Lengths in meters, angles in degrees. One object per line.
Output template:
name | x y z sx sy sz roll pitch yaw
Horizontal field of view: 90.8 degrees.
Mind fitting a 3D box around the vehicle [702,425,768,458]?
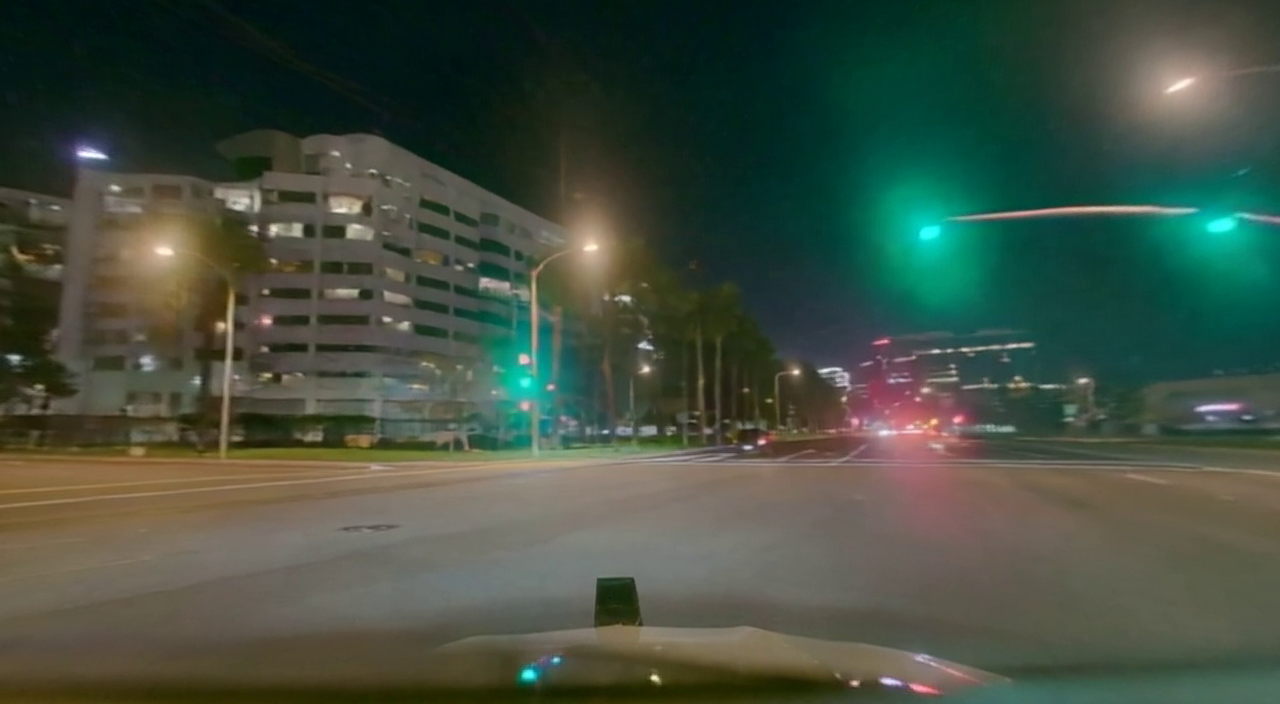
vehicle | 4.686 4.318 30.579 2.149 1.477 4.186 -4 -9 23
